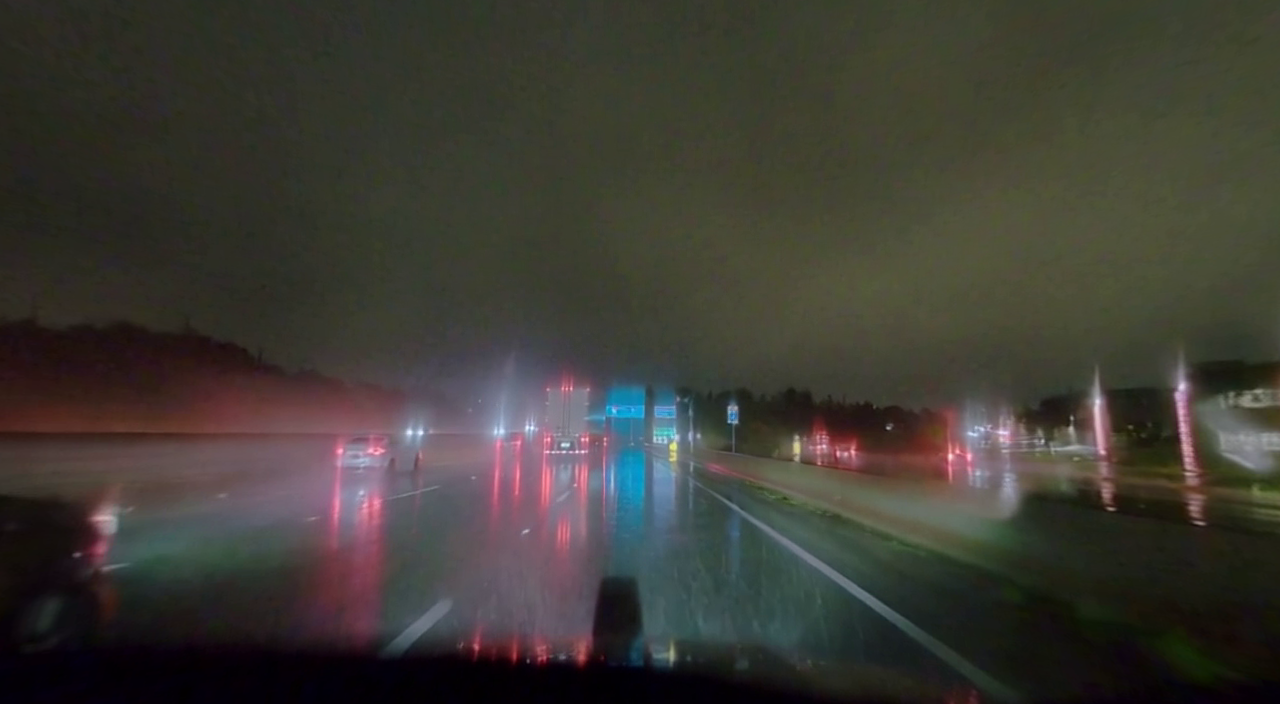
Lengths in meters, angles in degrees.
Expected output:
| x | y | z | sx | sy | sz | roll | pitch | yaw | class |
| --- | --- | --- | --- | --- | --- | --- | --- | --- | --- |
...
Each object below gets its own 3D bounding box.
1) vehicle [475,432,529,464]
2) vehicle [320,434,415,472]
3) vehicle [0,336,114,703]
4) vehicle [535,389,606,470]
| x | y | z | sx | sy | sz | roll | pitch | yaw | class |
| --- | --- | --- | --- | --- | --- | --- | --- | --- | --- |
| -7.844 | 5.472 | 36.121 | 2.075 | 1.691 | 4.431 | 0 | -8 | 0 | vehicle |
| -11.416 | 4.215 | 26.712 | 1.959 | 1.460 | 4.661 | 0 | -8 | 0 | vehicle |
| -3.709 | 0.528 | 0.925 | 2.091 | 1.637 | 4.346 | 0 | -8 | 0 | vehicle |
| -3.813 | 4.722 | 37.582 | 3.002 | 3.987 | 12.477 | 1 | -8 | -1 | vehicle |
